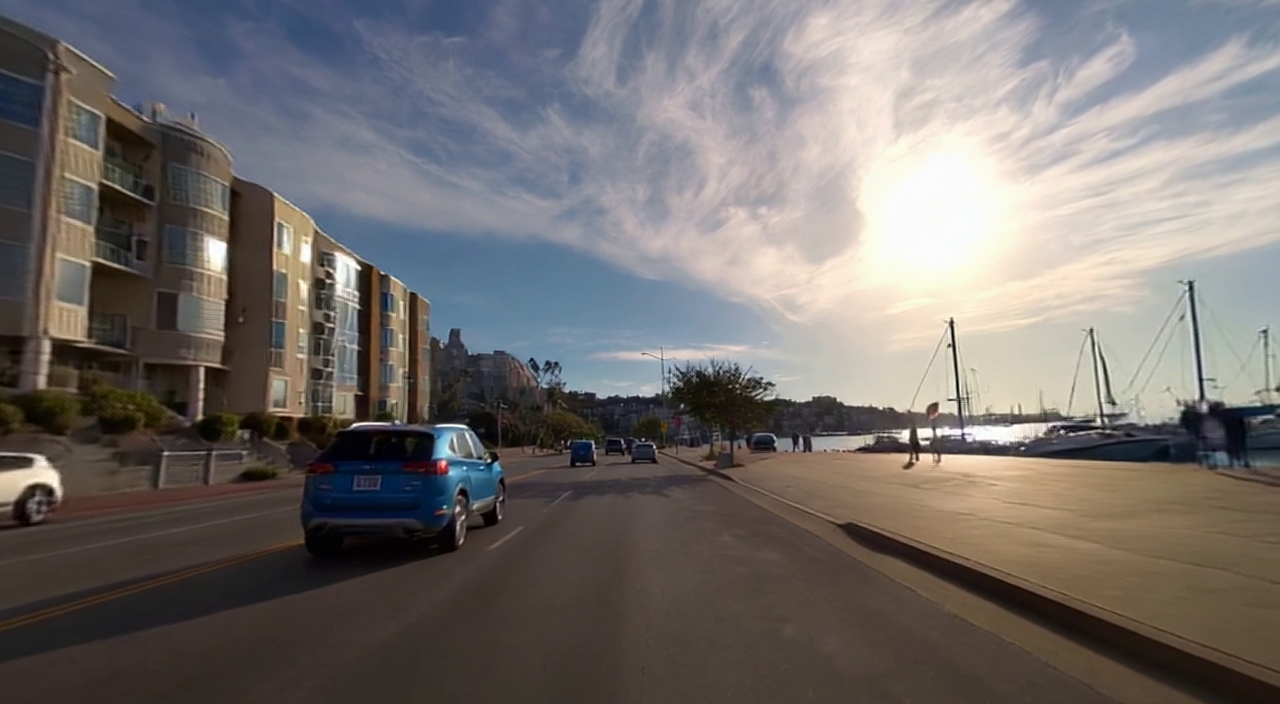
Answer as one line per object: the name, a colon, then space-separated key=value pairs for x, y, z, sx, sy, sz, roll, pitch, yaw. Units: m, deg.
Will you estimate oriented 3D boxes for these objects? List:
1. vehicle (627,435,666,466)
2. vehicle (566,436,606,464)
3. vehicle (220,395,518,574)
vehicle: x=0.338 y=5.519 z=35.376 sx=2.057 sy=1.624 sz=3.726 roll=-1 pitch=-9 yaw=0
vehicle: x=-3.338 y=6.190 z=39.894 sx=2.056 sy=1.680 sz=4.205 roll=-1 pitch=-8 yaw=1
vehicle: x=-3.259 y=1.719 z=8.925 sx=2.082 sy=1.817 sz=4.724 roll=-1 pitch=-9 yaw=0
